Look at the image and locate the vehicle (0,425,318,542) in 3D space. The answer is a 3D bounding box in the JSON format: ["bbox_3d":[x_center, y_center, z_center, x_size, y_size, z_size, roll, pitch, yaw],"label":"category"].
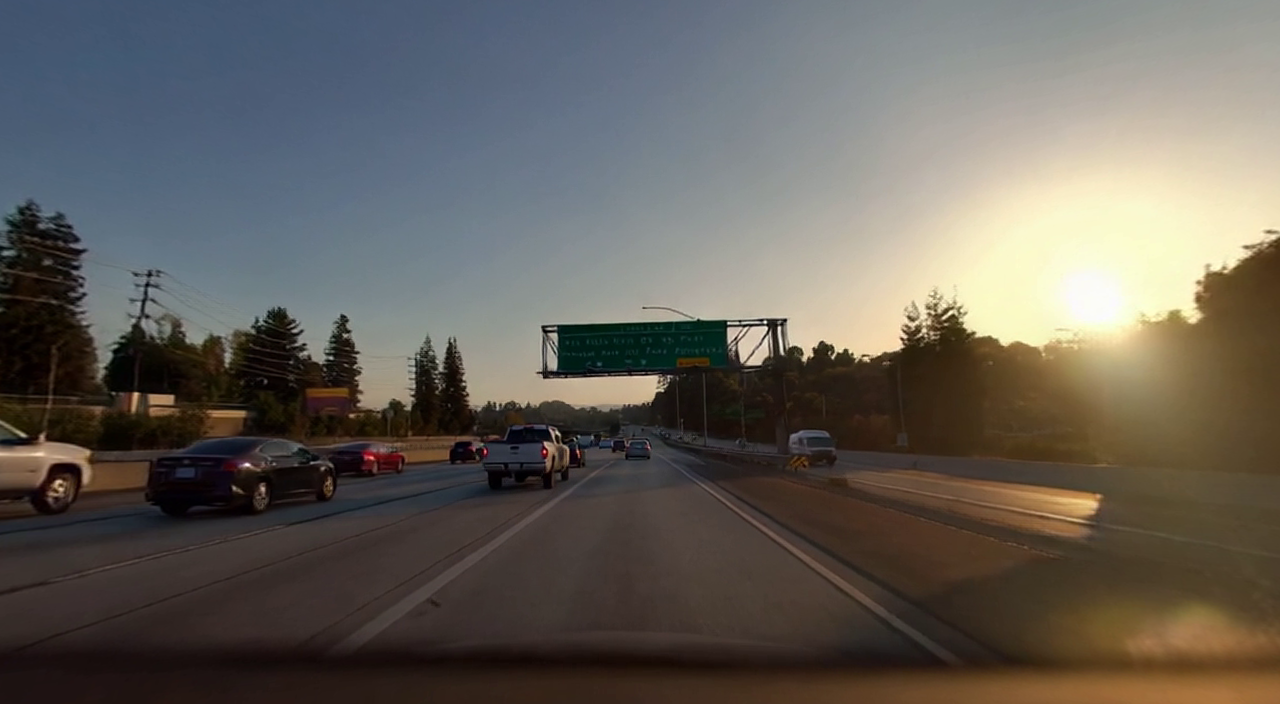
[{"bbox_3d":[-7.521,2.017,10.344,1.964,1.481,4.425,0,-8,2],"label":"vehicle"}]

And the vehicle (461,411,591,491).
[{"bbox_3d":[-3.232,3.059,19.713,2.815,2.092,6.526,0,-8,0],"label":"vehicle"}]

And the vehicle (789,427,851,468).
[{"bbox_3d":[11.328,6.058,40.063,2.244,2.374,5.762,-1,-8,0],"label":"vehicle"}]

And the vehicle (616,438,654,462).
[{"bbox_3d":[-0.265,6.152,39.648,2.013,1.444,4.447,-1,-8,4],"label":"vehicle"}]

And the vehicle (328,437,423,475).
[{"bbox_3d":[-10.938,4.316,26.395,1.884,1.453,4.579,0,-8,2],"label":"vehicle"}]
